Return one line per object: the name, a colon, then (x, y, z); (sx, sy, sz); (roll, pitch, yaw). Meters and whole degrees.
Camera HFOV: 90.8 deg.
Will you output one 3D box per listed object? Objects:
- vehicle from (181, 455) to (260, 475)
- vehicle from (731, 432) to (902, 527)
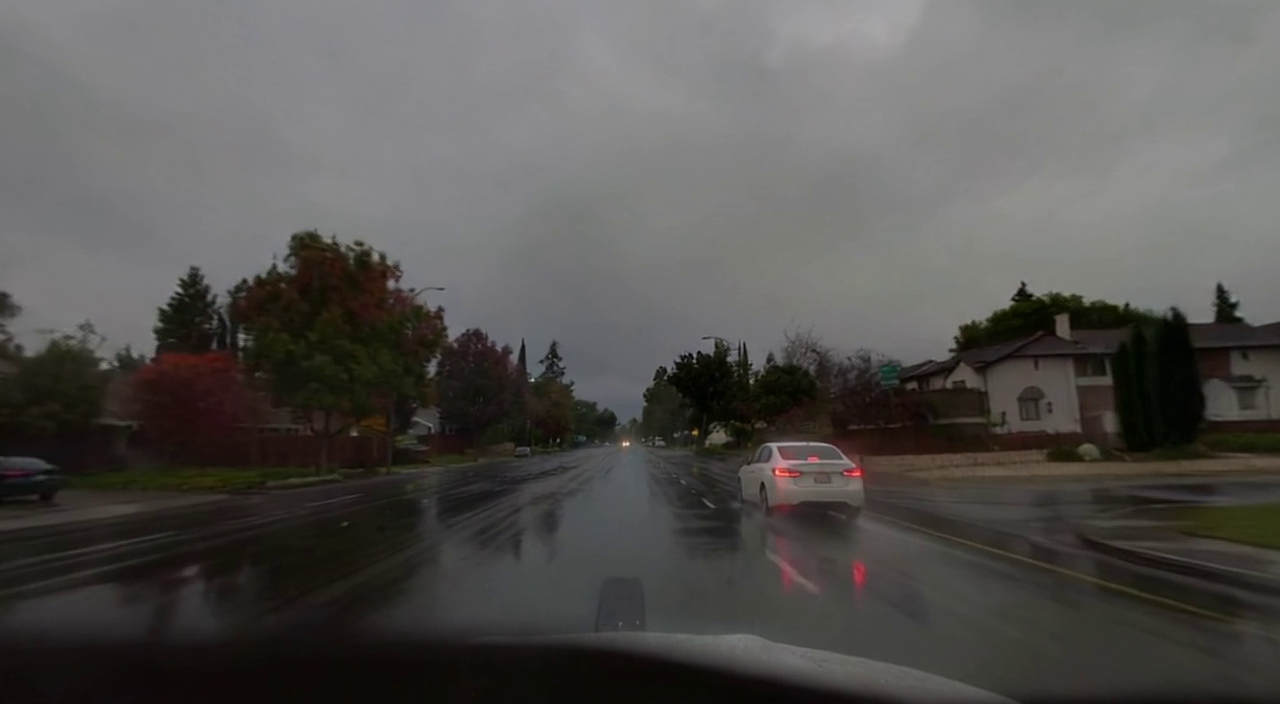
vehicle: (-31.777, 8.528, 47.886); (4.684, 1.435, 1.893); (0, -9, 3)
vehicle: (3.152, 2.367, 12.345); (2.057, 1.493, 4.225); (0, -8, -1)
